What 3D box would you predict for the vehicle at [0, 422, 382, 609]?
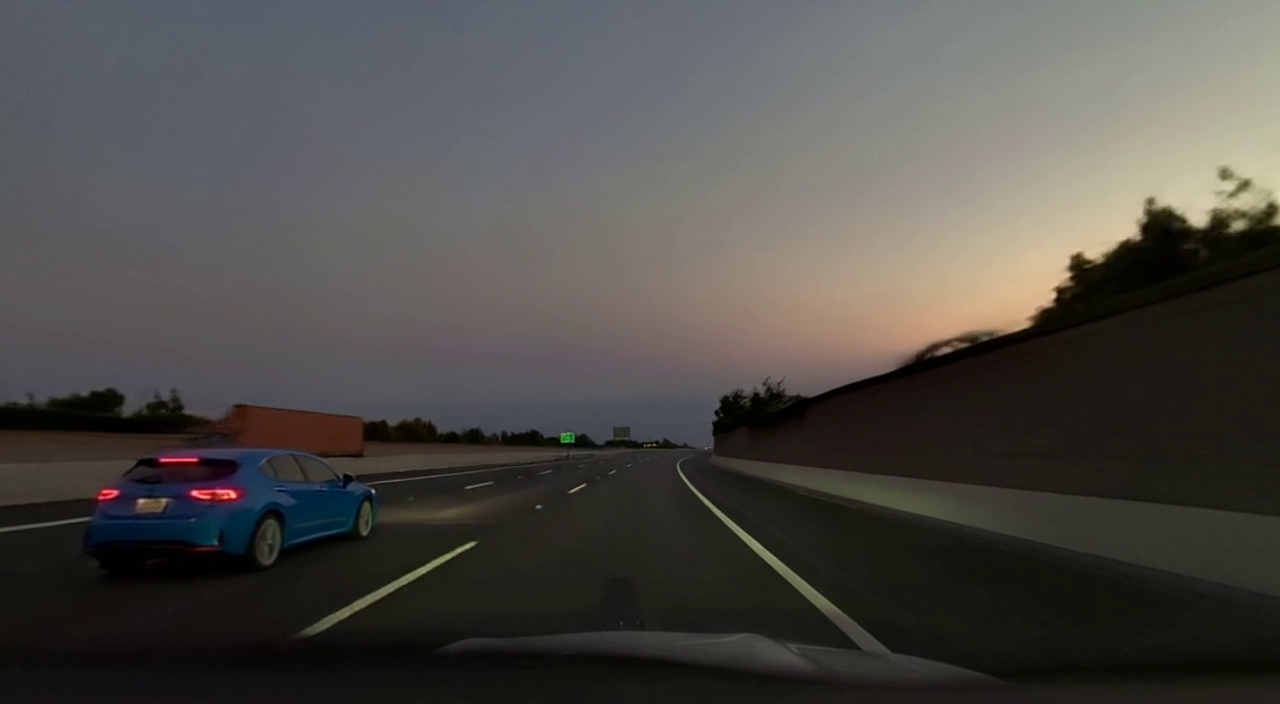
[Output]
[{"bbox_3d":[-4.682,1.622,7.086,1.928,1.504,3.745,0,-9,1],"label":"vehicle"}]
